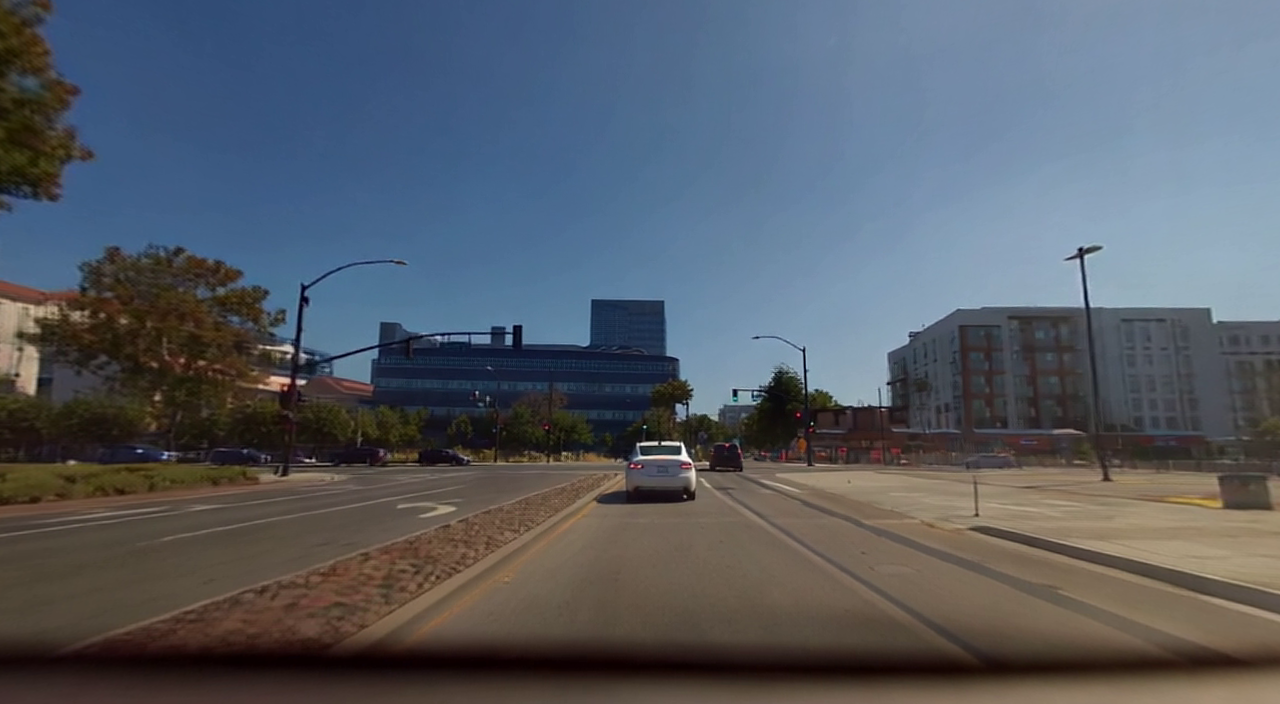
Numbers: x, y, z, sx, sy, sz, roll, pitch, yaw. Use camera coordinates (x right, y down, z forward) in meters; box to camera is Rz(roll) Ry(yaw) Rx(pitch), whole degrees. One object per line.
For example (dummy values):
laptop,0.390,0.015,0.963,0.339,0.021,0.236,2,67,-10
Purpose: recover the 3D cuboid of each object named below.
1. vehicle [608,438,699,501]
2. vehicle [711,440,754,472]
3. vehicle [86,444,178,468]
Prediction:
vehicle,0.444,3.108,17.177,2.173,1.479,4.264,-1,-8,3
vehicle,5.762,6.557,40.045,2.092,1.851,4.913,0,-8,2
vehicle,-37.938,7.747,47.273,4.877,1.754,1.978,1,-9,-8
